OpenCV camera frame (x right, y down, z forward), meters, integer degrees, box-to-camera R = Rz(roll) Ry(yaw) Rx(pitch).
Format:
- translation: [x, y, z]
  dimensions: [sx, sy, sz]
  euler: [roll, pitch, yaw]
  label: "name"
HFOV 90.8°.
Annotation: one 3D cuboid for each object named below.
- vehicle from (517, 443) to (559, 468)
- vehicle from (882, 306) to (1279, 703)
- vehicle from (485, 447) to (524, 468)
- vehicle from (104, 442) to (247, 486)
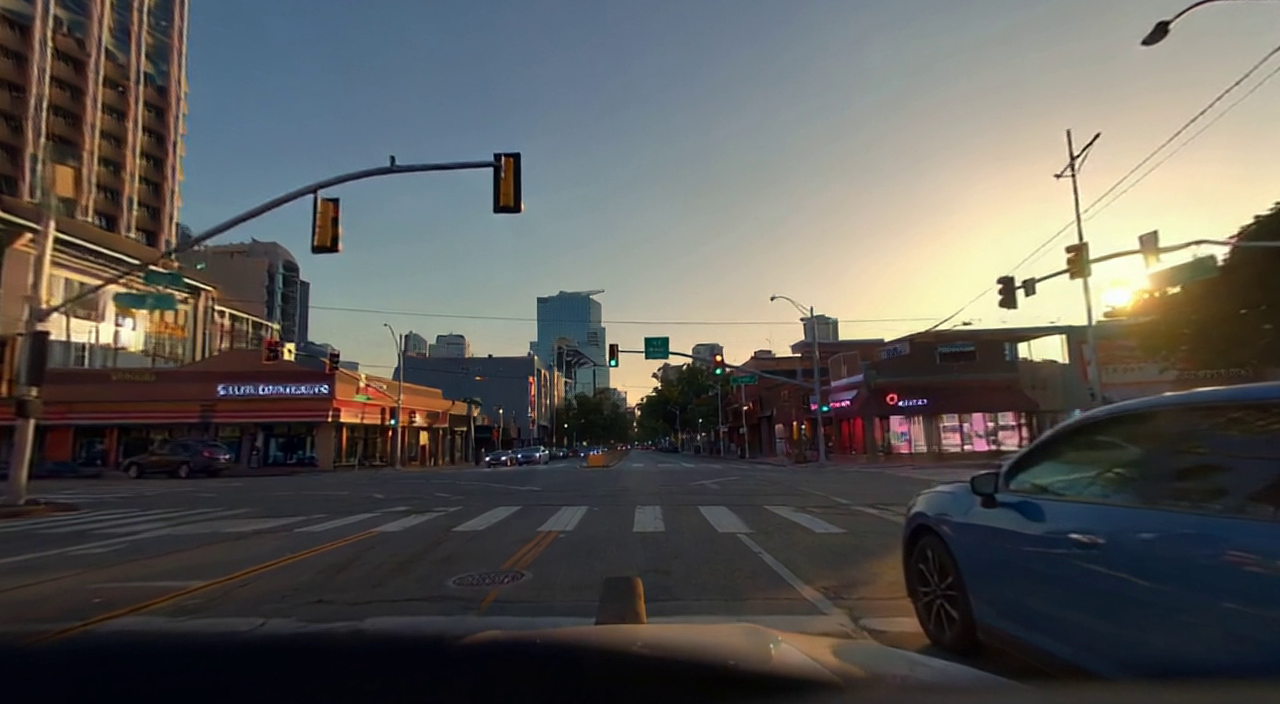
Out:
- translation: [-7.280, 7.428, 45.460]
  dimensions: [2.181, 1.703, 4.512]
  euler: [0, -8, 1]
  label: "vehicle"
- translation: [2.928, 0.822, 2.596]
  dimensions: [2.049, 1.691, 4.447]
  euler: [0, -8, 0]
  label: "vehicle"
- translation: [-10.398, 8.112, 48.803]
  dimensions: [2.106, 1.505, 4.228]
  euler: [0, -8, -1]
  label: "vehicle"
- translation: [-21.488, 5.159, 29.312]
  dimensions: [5.161, 1.910, 2.275]
  euler: [-2, -9, 10]
  label: "vehicle"
